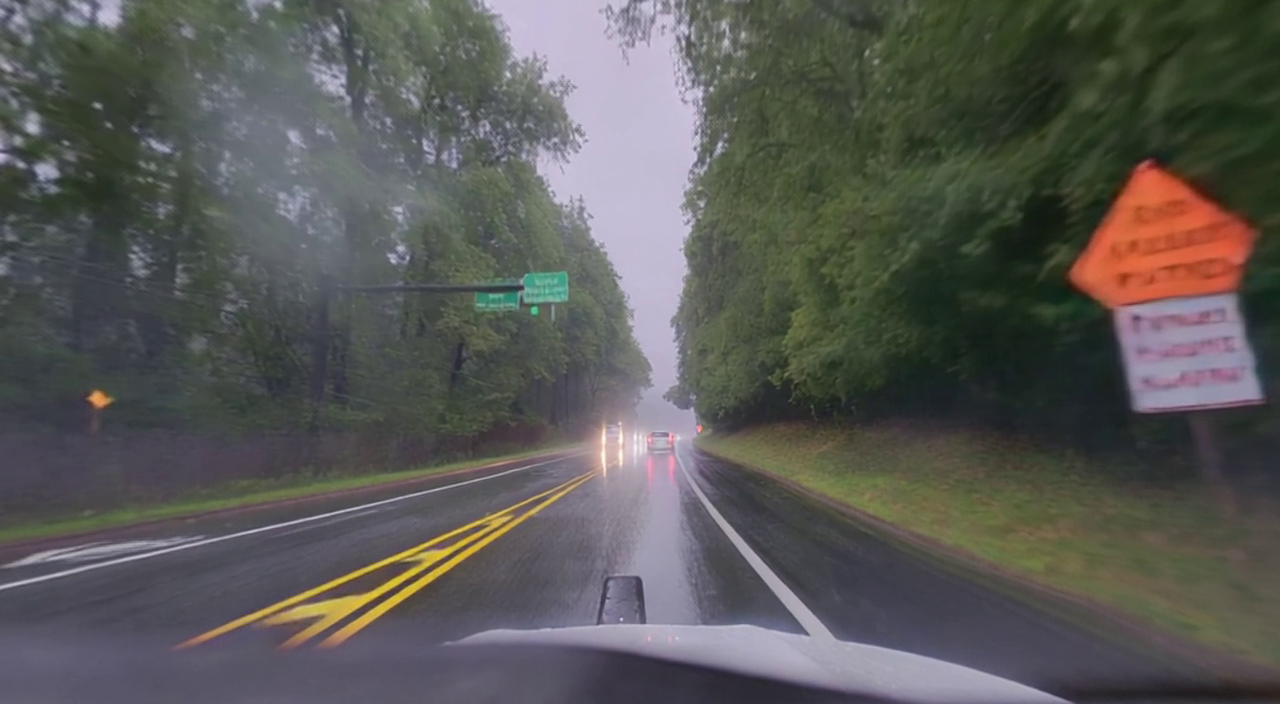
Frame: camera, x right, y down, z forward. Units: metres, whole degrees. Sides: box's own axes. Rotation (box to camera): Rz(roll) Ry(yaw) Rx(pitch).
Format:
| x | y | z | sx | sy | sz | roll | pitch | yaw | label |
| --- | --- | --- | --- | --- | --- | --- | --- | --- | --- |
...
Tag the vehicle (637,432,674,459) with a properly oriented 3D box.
| x | y | z | sx | sy | sz | roll | pitch | yaw | label |
| --- | --- | --- | --- | --- | --- | --- | --- | --- | --- |
| 0.942 | 5.482 | 37.069 | 2.067 | 1.486 | 3.861 | -1 | -9 | 3 | vehicle |
